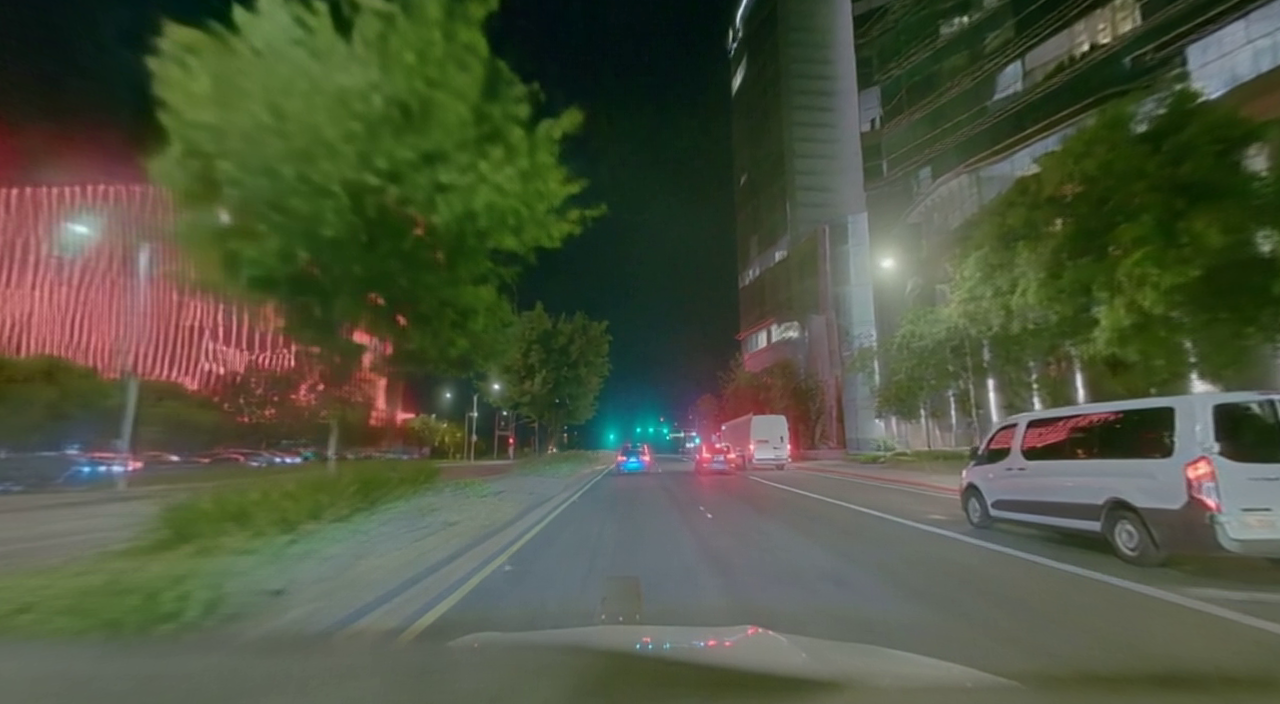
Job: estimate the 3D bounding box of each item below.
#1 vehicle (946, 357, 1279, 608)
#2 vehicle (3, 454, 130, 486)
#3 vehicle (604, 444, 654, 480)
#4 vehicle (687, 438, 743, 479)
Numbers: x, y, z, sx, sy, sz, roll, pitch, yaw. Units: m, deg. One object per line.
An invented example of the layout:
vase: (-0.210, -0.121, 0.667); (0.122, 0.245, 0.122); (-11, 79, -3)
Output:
vehicle: (6.687, 1.503, 8.189); (2.573, 2.127, 5.568); (0, -8, 0)
vehicle: (-29.594, 6.084, 32.696); (4.761, 1.522, 1.968); (-1, -10, 3)
vehicle: (-0.497, 4.926, 28.605); (2.095, 1.456, 3.873); (0, -8, -1)
vehicle: (3.358, 4.837, 29.008); (2.047, 1.711, 4.265); (0, -8, 0)
